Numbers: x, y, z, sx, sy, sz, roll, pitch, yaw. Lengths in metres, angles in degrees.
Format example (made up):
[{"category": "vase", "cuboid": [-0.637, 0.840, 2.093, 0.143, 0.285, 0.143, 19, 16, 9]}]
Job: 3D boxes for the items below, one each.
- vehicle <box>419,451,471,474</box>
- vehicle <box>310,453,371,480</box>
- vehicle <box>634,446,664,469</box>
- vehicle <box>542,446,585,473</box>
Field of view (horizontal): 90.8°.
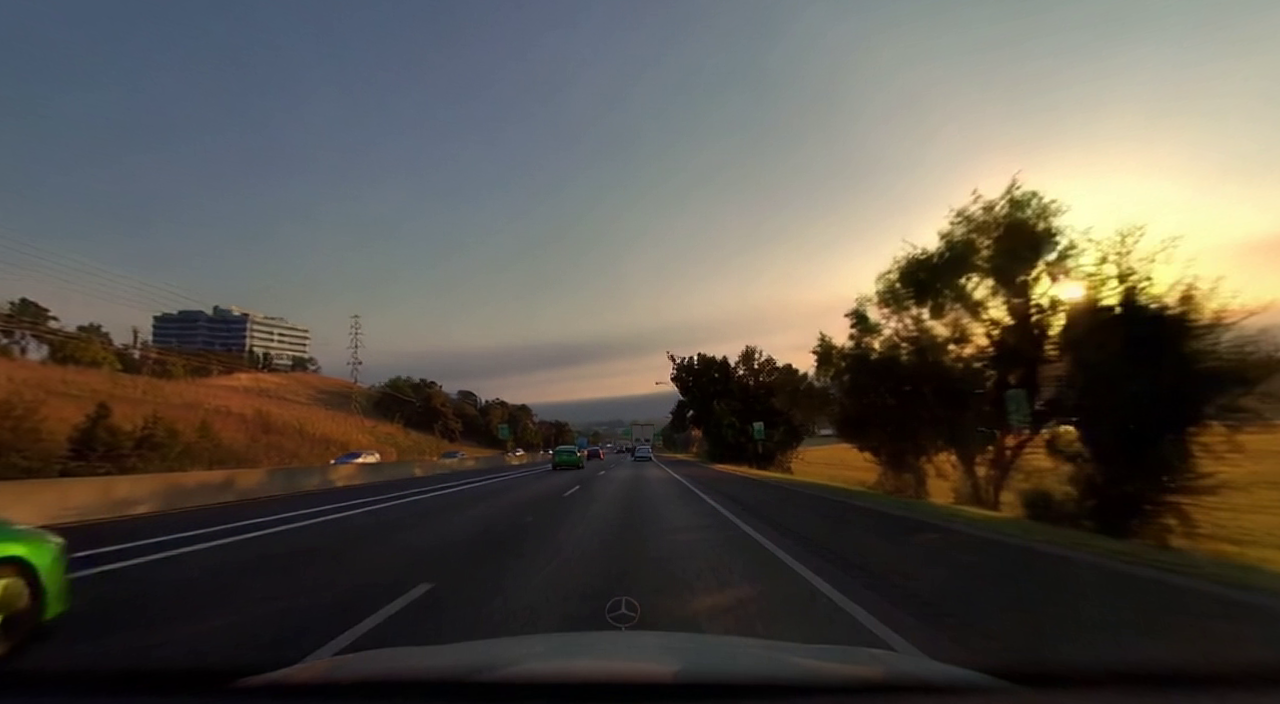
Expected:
[{"category": "vehicle", "cuboid": [-12.944, 7.344, 42.179, 2.077, 1.478, 4.354, 0, -9, 0]}, {"category": "vehicle", "cuboid": [-17.106, 6.561, 36.238, 1.823, 1.427, 3.450, 0, -9, 0]}, {"category": "vehicle", "cuboid": [0.607, 7.569, 45.379, 1.992, 1.593, 3.937, 0, -9, -1]}, {"category": "vehicle", "cuboid": [-4.616, 6.531, 38.480, 2.172, 1.548, 3.953, 0, -9, 0]}]
